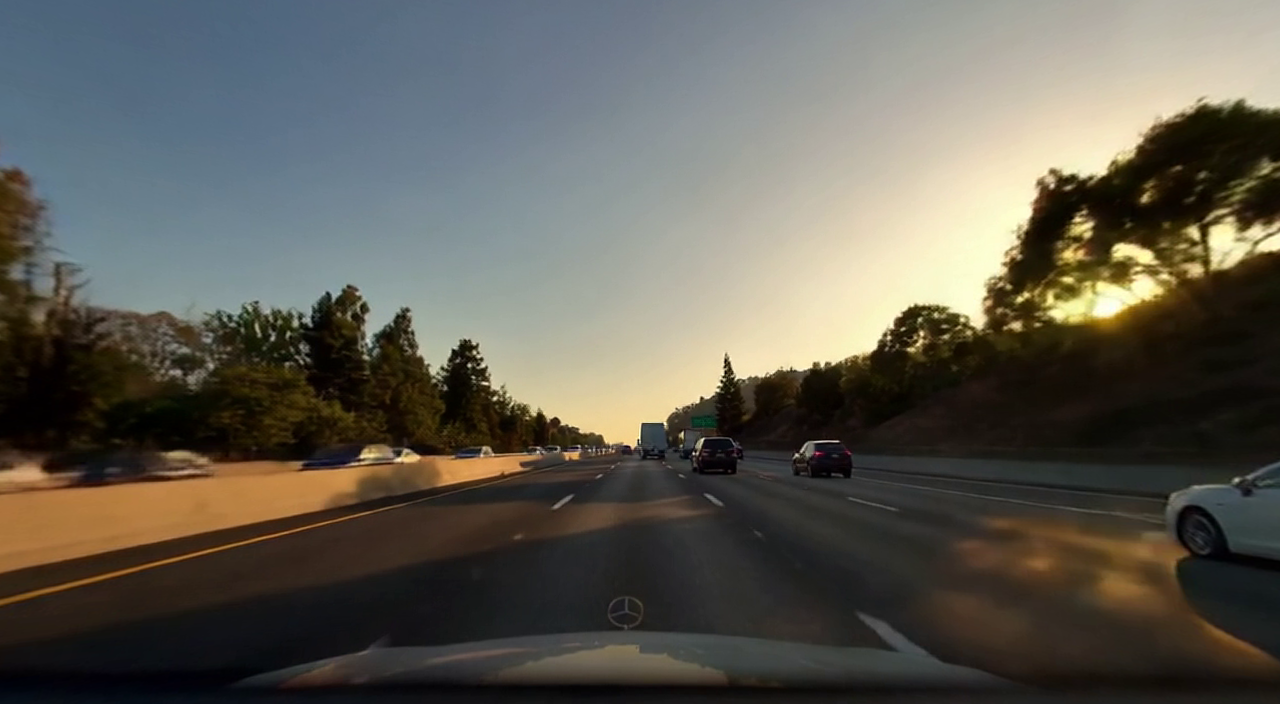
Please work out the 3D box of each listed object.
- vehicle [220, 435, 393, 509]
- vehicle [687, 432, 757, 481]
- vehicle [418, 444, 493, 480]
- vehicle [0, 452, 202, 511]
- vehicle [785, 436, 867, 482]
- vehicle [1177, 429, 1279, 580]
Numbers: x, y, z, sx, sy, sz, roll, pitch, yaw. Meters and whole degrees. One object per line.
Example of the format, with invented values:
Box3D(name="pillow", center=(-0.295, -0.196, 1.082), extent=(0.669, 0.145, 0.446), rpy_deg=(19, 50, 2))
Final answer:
Box3D(name="vehicle", center=(-8.127, 2.933, 15.940), extent=(1.997, 1.600, 4.277), rpy_deg=(0, -8, 0))
Box3D(name="vehicle", center=(3.346, 4.393, 26.866), extent=(2.209, 1.862, 4.717), rpy_deg=(0, -8, -2))
Box3D(name="vehicle", center=(-8.269, 4.937, 28.749), extent=(1.958, 1.503, 4.671), rpy_deg=(0, -8, 1))
Box3D(name="vehicle", center=(-15.662, 3.726, 18.721), extent=(1.895, 1.445, 4.696), rpy_deg=(0, -8, 0))
Box3D(name="vehicle", center=(7.434, 4.296, 25.660), extent=(1.976, 1.703, 4.288), rpy_deg=(0, -8, -1))
Box3D(name="vehicle", center=(7.416, 1.335, 5.007), extent=(2.022, 1.488, 4.817), rpy_deg=(0, -8, -1))
